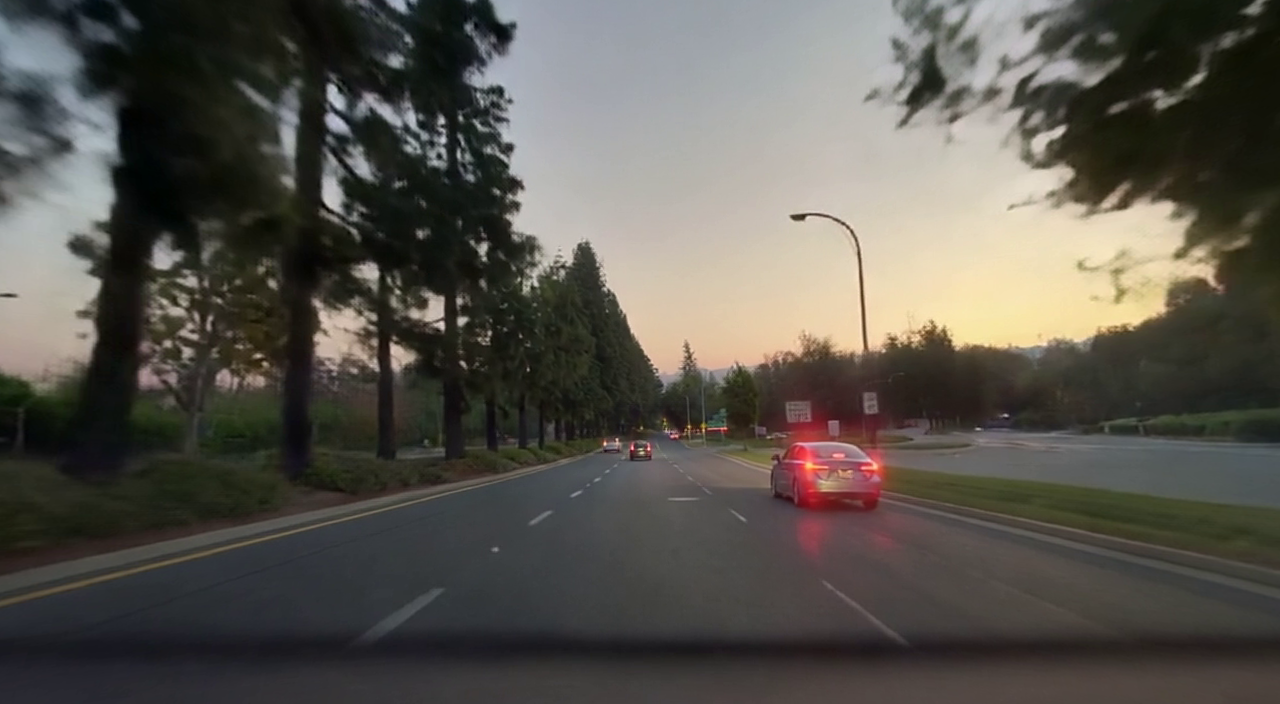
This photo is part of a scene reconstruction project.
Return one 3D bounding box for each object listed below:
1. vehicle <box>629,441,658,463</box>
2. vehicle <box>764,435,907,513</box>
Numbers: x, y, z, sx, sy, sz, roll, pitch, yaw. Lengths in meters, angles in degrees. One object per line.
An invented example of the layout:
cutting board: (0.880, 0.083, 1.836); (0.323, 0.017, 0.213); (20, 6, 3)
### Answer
vehicle: (0.270, 7.553, 47.603); (2.095, 1.548, 4.264); (0, -9, 1)
vehicle: (4.306, 2.746, 14.639); (1.913, 1.516, 4.322); (0, -9, 0)
